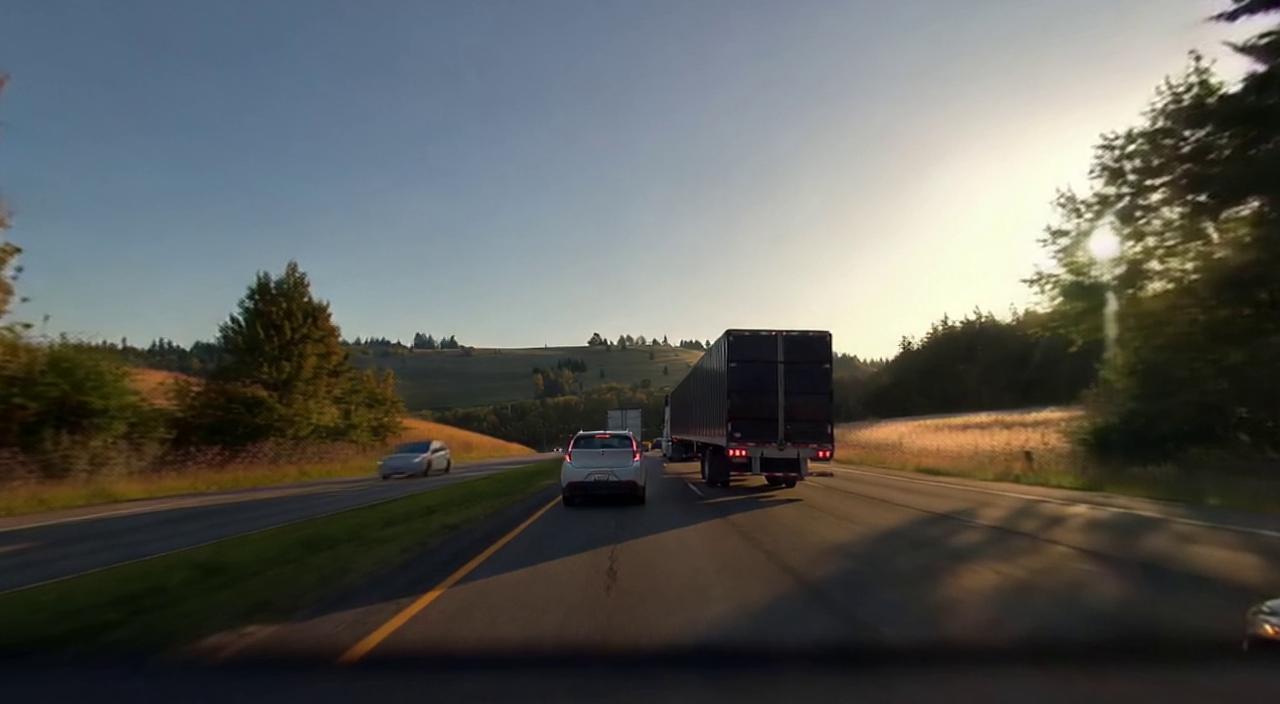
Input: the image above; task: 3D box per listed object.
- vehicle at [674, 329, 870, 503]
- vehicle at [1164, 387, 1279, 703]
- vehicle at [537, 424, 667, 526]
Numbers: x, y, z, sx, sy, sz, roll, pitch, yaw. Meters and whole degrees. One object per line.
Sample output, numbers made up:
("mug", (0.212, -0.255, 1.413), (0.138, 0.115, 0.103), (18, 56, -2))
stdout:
("vehicle", (3.656, 2.733, 23.800), (3.591, 4.290, 16.696), (0, -8, -1))
("vehicle", (3.552, 0.630, 0.660), (1.960, 1.515, 4.713), (0, -8, 0))
("vehicle", (-0.600, 2.209, 11.825), (2.009, 1.554, 4.013), (0, -8, 0))
